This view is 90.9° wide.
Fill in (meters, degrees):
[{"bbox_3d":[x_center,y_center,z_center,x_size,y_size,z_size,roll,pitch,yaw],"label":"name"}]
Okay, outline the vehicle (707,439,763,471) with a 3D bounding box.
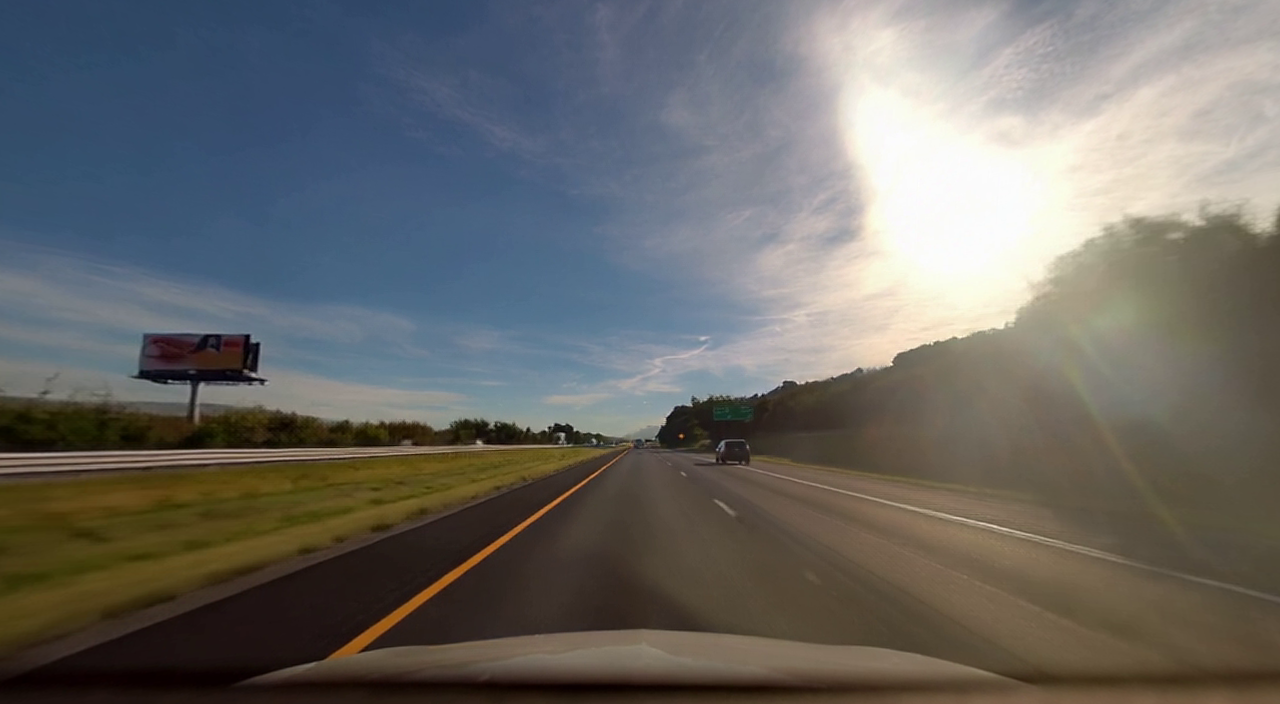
[{"bbox_3d":[4.646,5.113,31.453,2.012,1.476,4.256,0,-8,-1],"label":"vehicle"}]
